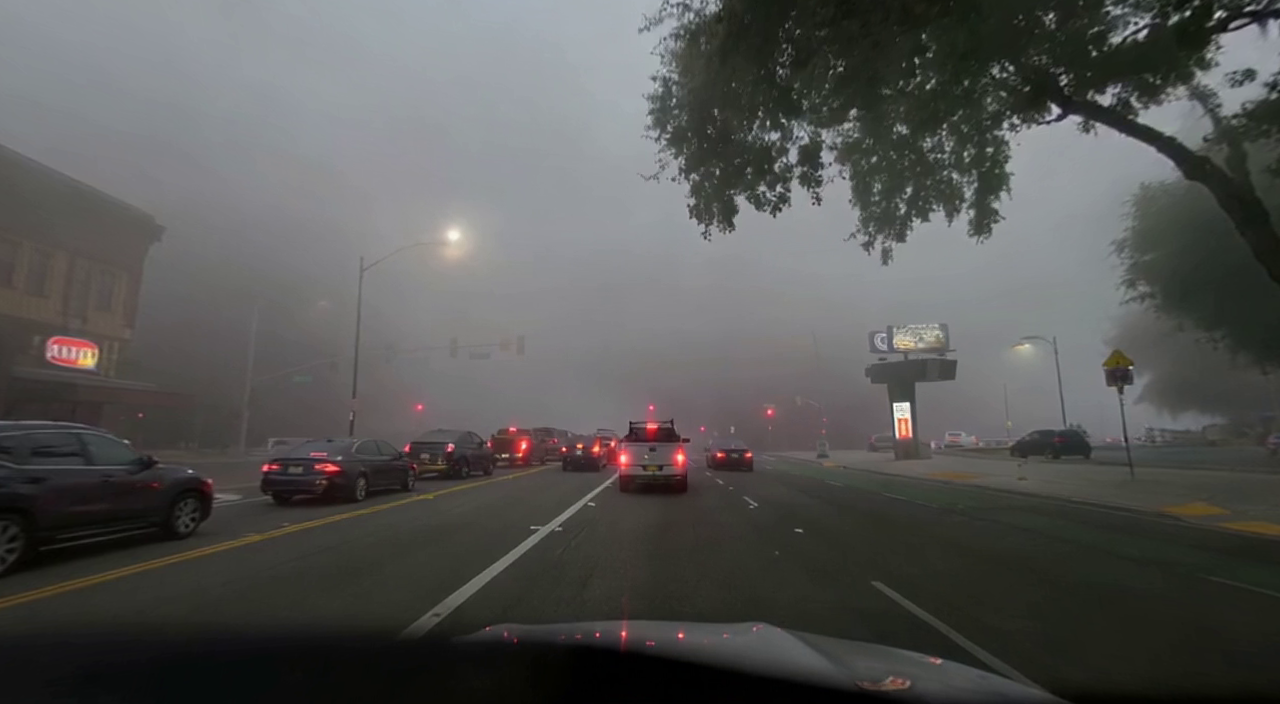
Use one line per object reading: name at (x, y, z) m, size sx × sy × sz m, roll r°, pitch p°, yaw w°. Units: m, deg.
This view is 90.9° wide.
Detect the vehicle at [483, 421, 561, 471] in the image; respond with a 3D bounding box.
vehicle at (-5.290, 4.310, 29.008) m, size 2.496 × 2.112 × 4.351 m, roll -1°, pitch -8°, yaw 4°

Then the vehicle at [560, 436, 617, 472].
vehicle at (-2.195, 4.522, 28.075) m, size 1.894 × 1.461 × 4.080 m, roll -1°, pitch -8°, yaw 4°

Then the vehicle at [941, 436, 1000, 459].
vehicle at (21.979, 6.345, 41.903) m, size 3.836 × 1.443 × 1.694 m, roll 5°, pitch -10°, yaw -32°

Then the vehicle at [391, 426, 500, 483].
vehicle at (-6.259, 3.361, 20.910) m, size 1.941 × 1.655 × 4.503 m, roll 0°, pitch -8°, yaw 3°

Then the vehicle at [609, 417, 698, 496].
vehicle at (0.367, 2.749, 16.886) m, size 2.064 × 1.817 × 4.298 m, roll 0°, pitch -8°, yaw 2°

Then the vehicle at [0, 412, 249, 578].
vehicle at (-6.783, 1.499, 7.064) m, size 1.901 × 1.510 × 4.367 m, roll 0°, pitch -8°, yaw 1°

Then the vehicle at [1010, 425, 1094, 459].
vehicle at (20.769, 4.547, 31.768) m, size 4.156 × 1.622 × 1.924 m, roll 6°, pitch -10°, yaw -33°

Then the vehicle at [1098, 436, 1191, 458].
vehicle at (31.146, 5.846, 38.968) m, size 4.176 × 1.313 × 1.719 m, roll 0°, pitch -8°, yaw 3°

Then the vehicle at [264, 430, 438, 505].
vehicle at (-6.399, 2.594, 14.632) m, size 1.831 × 1.451 × 4.382 m, roll 0°, pitch -8°, yaw 2°

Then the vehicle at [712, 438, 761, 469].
vehicle at (4.769, 5.081, 31.818) m, size 2.023 × 1.441 × 4.240 m, roll 0°, pitch -8°, yaw 3°
